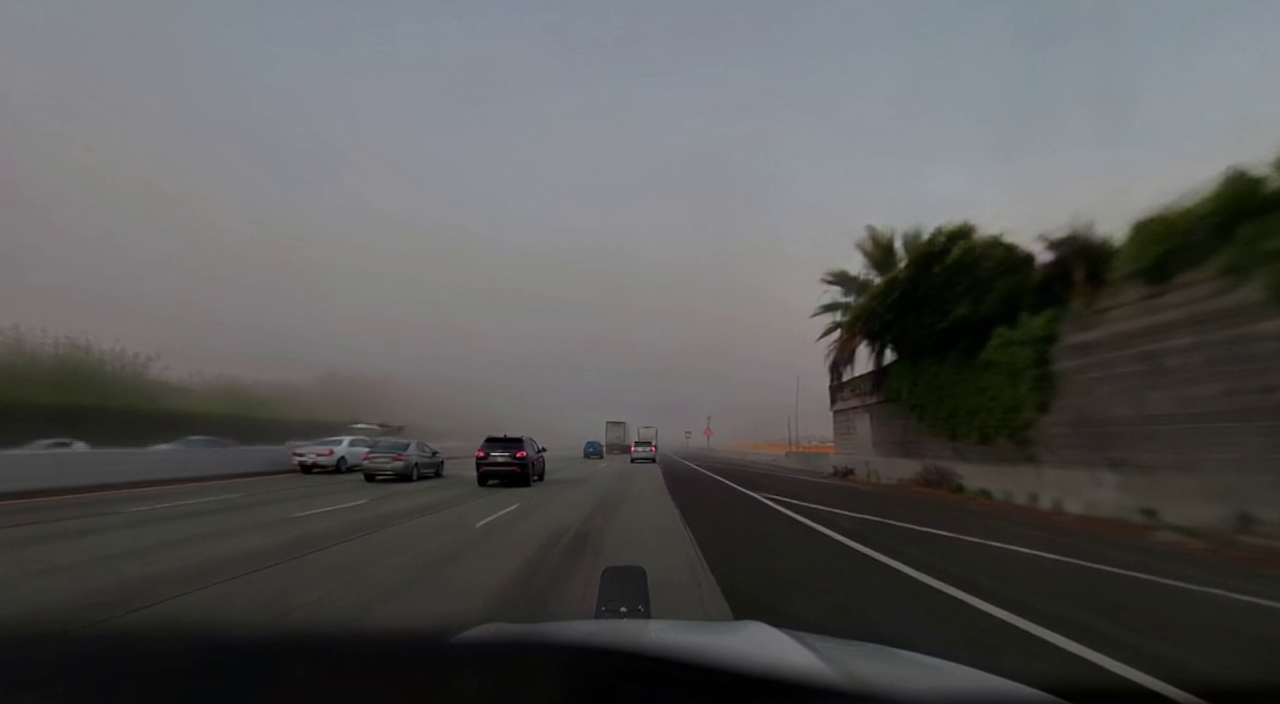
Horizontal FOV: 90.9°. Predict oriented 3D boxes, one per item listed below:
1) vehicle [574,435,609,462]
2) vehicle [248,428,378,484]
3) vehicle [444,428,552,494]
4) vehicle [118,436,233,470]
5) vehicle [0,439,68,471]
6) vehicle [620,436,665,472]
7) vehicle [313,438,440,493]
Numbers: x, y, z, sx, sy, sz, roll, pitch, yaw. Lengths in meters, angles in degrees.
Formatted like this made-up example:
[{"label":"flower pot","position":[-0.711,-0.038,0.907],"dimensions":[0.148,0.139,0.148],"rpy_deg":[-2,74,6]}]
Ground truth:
[{"label":"vehicle","position":[-3.689,7.395,48.630],"dimensions":[2.203,1.958,4.848],"rpy_deg":[0,-8,1]},{"label":"vehicle","position":[-11.998,3.846,23.627],"dimensions":[2.077,1.829,5.101],"rpy_deg":[0,-8,1]},{"label":"vehicle","position":[-4.111,3.237,19.129],"dimensions":[2.108,1.740,4.549],"rpy_deg":[0,-8,1]},{"label":"vehicle","position":[-22.491,4.899,30.832],"dimensions":[1.981,1.517,4.614],"rpy_deg":[-1,-8,2]},{"label":"vehicle","position":[-30.033,4.837,29.649],"dimensions":[1.962,1.459,4.416],"rpy_deg":[-1,-8,2]},{"label":"vehicle","position":[0.126,5.173,32.106],"dimensions":[2.136,1.678,4.052],"rpy_deg":[0,-8,1]},{"label":"vehicle","position":[-7.924,3.417,19.471],"dimensions":[1.949,1.476,4.410],"rpy_deg":[0,-8,1]}]
